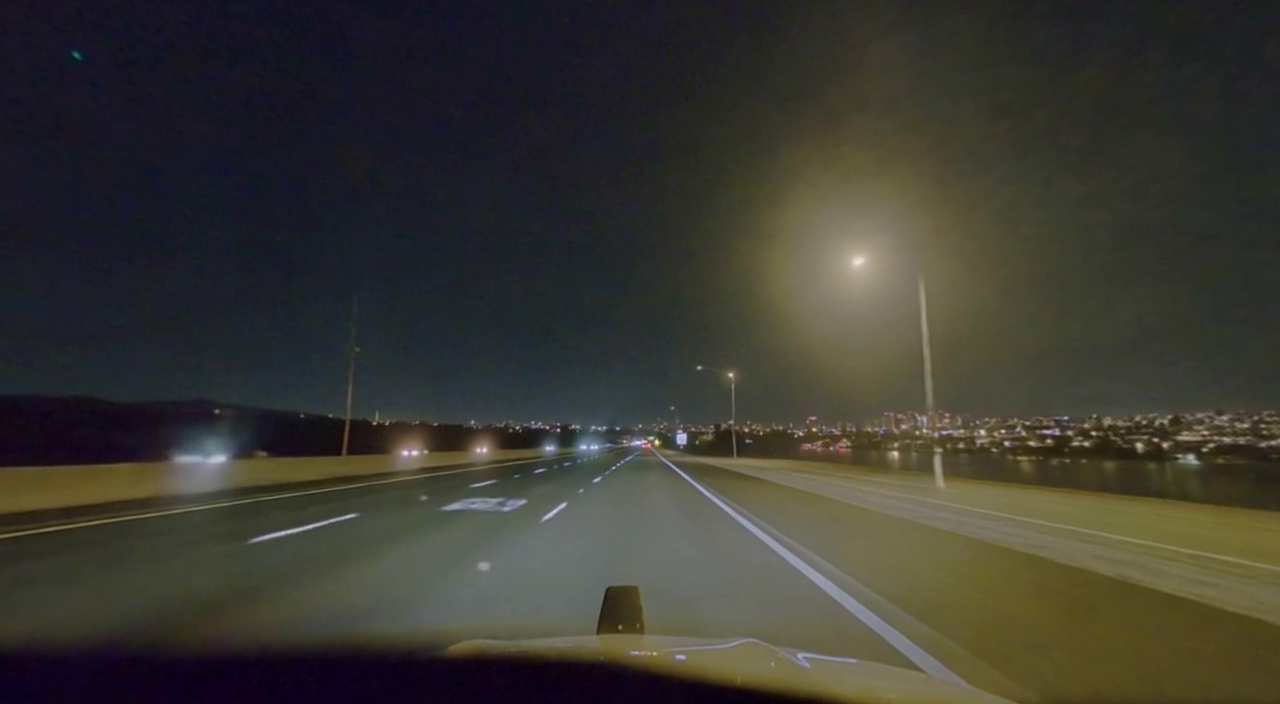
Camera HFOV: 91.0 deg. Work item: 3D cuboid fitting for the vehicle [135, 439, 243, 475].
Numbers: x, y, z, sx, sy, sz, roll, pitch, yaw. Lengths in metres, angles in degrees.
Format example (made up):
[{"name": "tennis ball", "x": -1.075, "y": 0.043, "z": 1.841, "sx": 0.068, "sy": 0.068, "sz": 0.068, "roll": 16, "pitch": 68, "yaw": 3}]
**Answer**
[{"name": "vehicle", "x": -20.791, "y": 4.871, "z": 29.274, "sx": 1.852, "sy": 1.534, "sz": 4.136, "roll": 0, "pitch": -9, "yaw": 1}]
